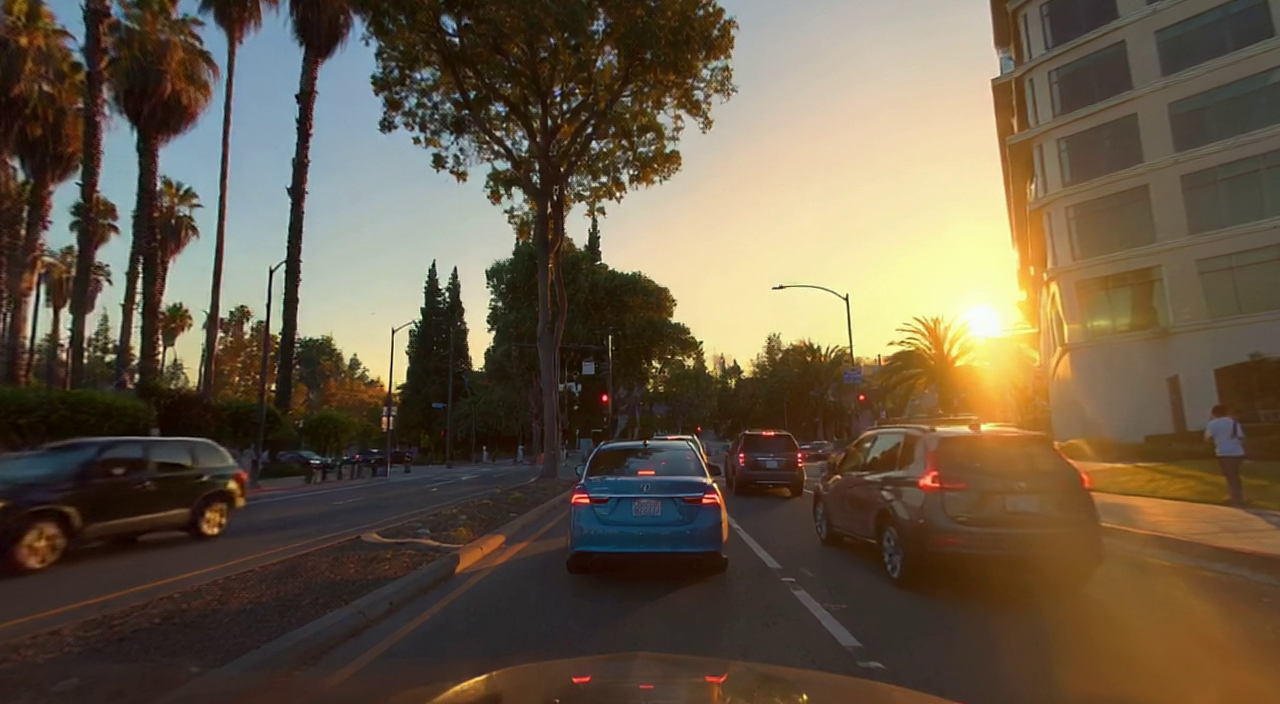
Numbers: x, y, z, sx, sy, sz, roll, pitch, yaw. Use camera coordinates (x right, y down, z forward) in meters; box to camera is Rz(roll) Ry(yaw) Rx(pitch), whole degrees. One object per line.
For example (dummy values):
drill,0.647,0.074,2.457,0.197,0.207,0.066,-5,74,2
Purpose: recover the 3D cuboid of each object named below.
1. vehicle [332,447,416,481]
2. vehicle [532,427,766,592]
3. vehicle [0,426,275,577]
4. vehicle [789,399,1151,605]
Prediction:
vehicle,-13.202,5.555,31.710,1.965,1.507,4.725,-1,-8,2
vehicle,0.122,1.714,7.716,2.088,1.452,3.993,-1,-8,1
vehicle,-7.931,2.033,9.442,2.053,1.693,4.198,-1,-8,7
vehicle,3.316,1.589,7.581,2.003,1.733,4.319,0,-8,1
